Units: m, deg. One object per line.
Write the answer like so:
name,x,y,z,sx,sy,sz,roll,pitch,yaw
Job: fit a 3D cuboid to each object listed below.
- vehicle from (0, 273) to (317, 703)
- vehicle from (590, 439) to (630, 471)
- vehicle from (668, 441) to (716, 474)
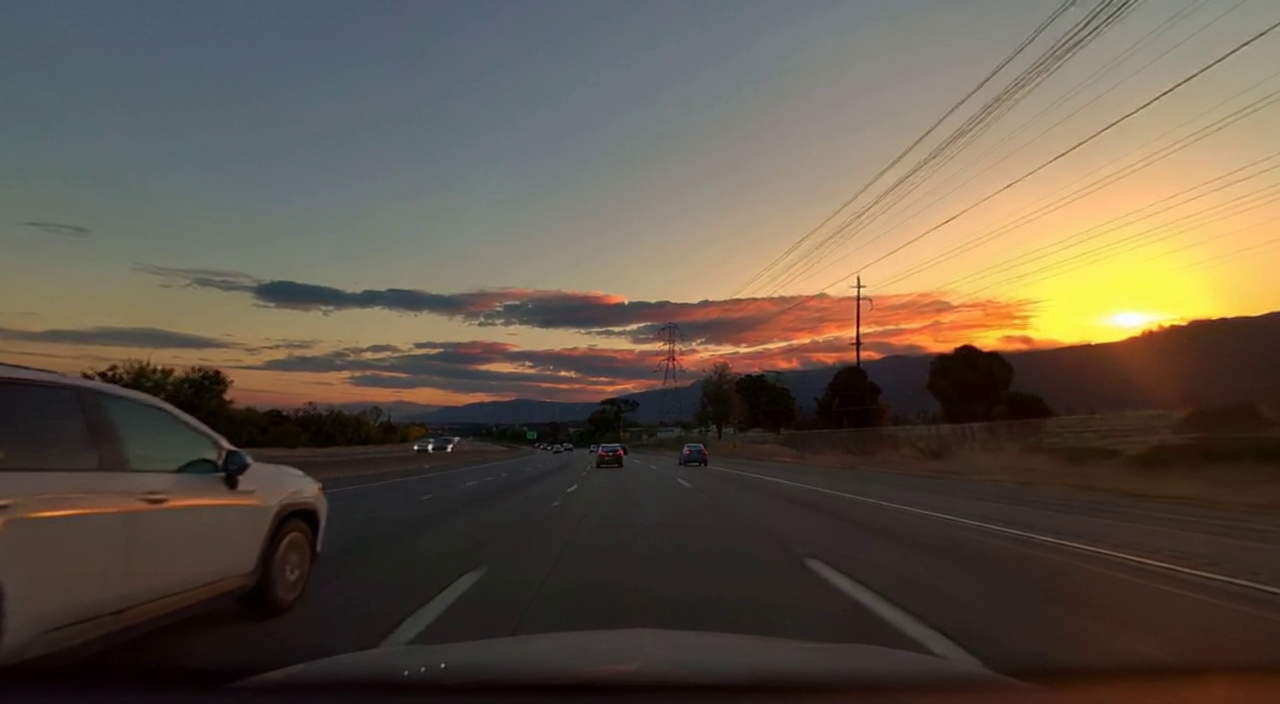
vehicle,-4.217,0.703,2.803,2.475,2.152,5.837,0,-8,0
vehicle,-1.846,6.021,37.178,2.188,1.714,3.921,1,-8,-5
vehicle,2.479,5.139,31.120,1.789,1.503,3.897,0,-8,-4
